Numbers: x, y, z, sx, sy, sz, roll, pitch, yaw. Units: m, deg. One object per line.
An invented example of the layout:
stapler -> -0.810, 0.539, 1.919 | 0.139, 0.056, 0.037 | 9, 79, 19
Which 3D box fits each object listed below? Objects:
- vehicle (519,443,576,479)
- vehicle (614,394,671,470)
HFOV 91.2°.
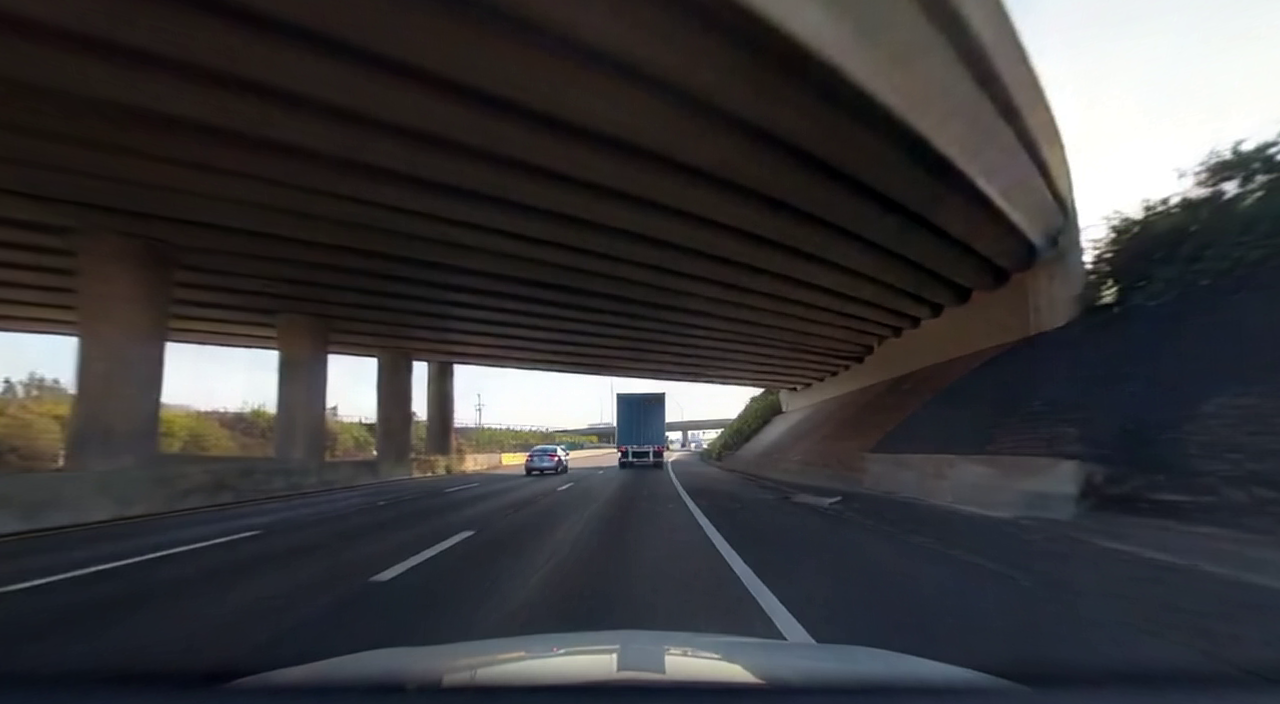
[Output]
vehicle -> -4.160, 4.947, 28.717 | 1.895, 1.500, 3.808 | -1, -9, 2
vehicle -> 0.291, 5.188, 39.551 | 3.123, 4.094, 10.812 | -1, -9, 2
